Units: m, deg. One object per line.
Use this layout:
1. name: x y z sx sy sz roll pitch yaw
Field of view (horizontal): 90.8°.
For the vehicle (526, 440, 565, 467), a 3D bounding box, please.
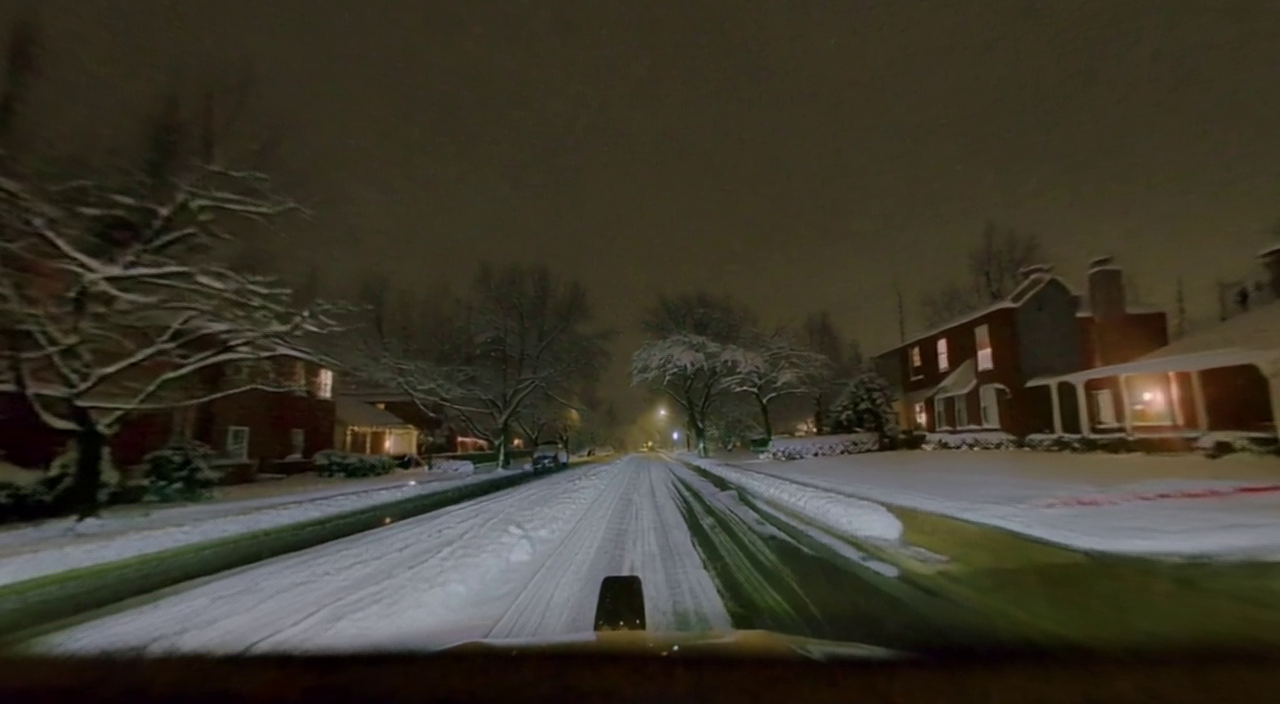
1. vehicle: -6.665 7.185 45.034 2.078 1.745 5.119 0 -8 -1
